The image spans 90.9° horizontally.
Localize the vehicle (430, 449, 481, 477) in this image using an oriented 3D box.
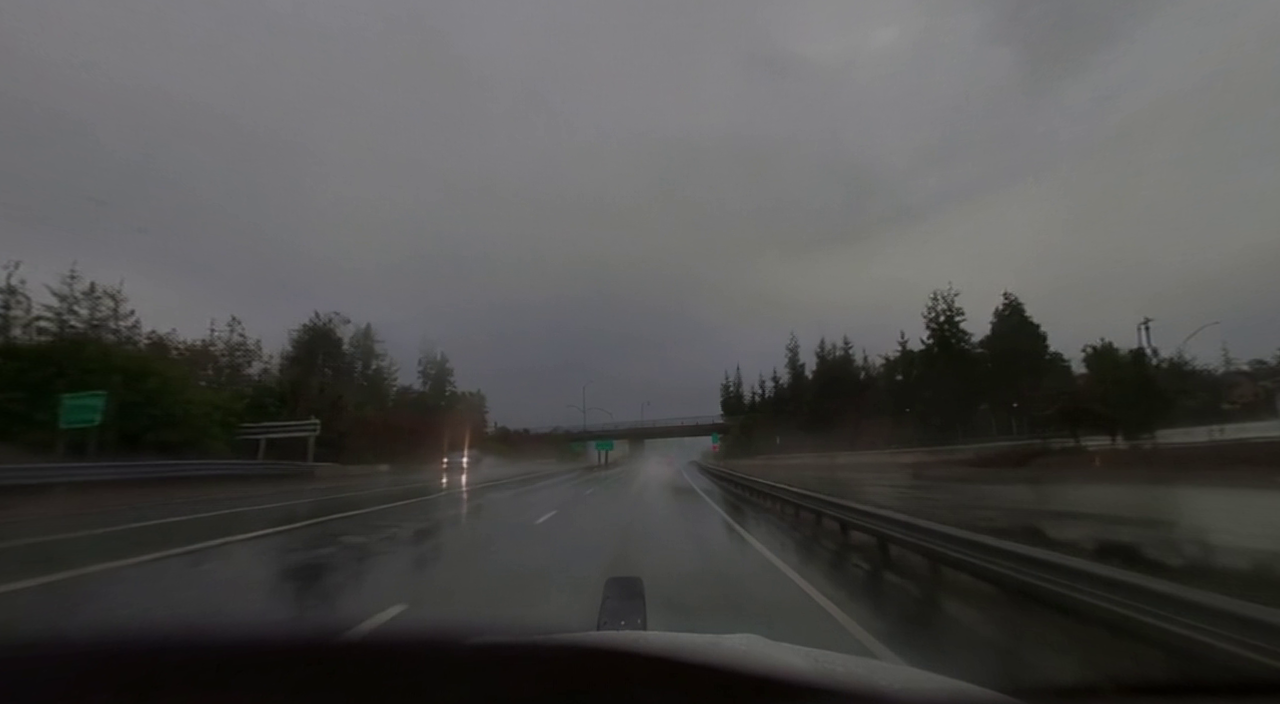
[{"bbox_3d":[-11.931,7.175,41.036,1.981,1.676,4.508,0,-9,0],"label":"vehicle"}]
